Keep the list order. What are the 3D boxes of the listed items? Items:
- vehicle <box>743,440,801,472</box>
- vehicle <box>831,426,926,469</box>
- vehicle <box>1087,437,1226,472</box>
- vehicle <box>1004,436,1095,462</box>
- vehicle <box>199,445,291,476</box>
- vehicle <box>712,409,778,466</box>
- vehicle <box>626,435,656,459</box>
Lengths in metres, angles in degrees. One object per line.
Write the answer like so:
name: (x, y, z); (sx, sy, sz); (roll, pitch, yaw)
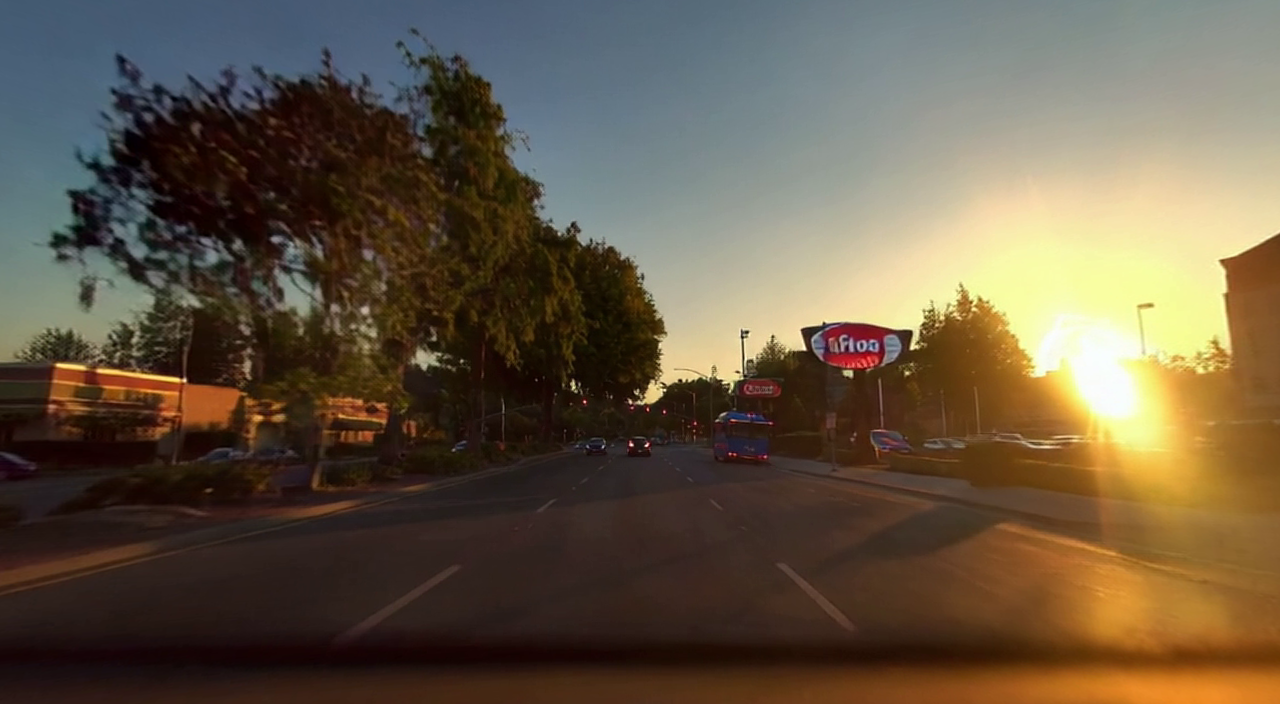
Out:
vehicle: (6.673, 5.295, 32.328); (1.980, 1.473, 4.537); (0, -8, 0)
vehicle: (13.643, 5.413, 35.905); (5.354, 2.214, 2.504); (6, -11, -38)
vehicle: (23.934, 4.767, 29.504); (4.744, 1.481, 1.855); (-6, -10, 33)
vehicle: (25.969, 6.196, 40.199); (4.545, 1.571, 1.769); (-4, -9, 25)
vehicle: (-22.862, 6.254, 36.755); (1.936, 1.654, 4.857); (-1, -8, 4)
vehicle: (6.727, 5.662, 41.625); (2.891, 3.361, 7.843); (0, -8, 0)
vehicle: (0.091, 7.246, 48.154); (2.209, 1.718, 4.008); (-1, -8, 1)
